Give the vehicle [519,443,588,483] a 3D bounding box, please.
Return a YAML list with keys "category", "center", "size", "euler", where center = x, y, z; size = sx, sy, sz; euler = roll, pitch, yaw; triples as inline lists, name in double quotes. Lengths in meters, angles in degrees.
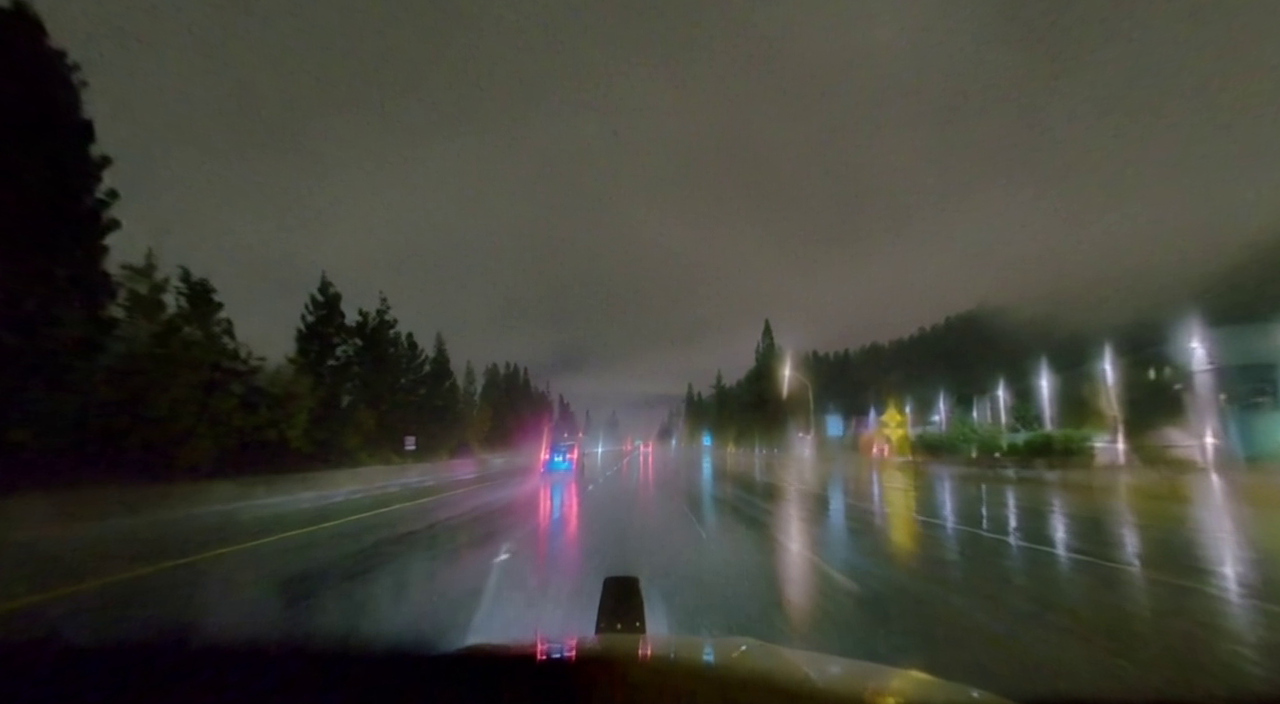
- category: "vehicle"
  center: [-3.483, 4.593, 26.308]
  size: [2.162, 1.493, 4.583]
  euler: [-1, -9, 1]
